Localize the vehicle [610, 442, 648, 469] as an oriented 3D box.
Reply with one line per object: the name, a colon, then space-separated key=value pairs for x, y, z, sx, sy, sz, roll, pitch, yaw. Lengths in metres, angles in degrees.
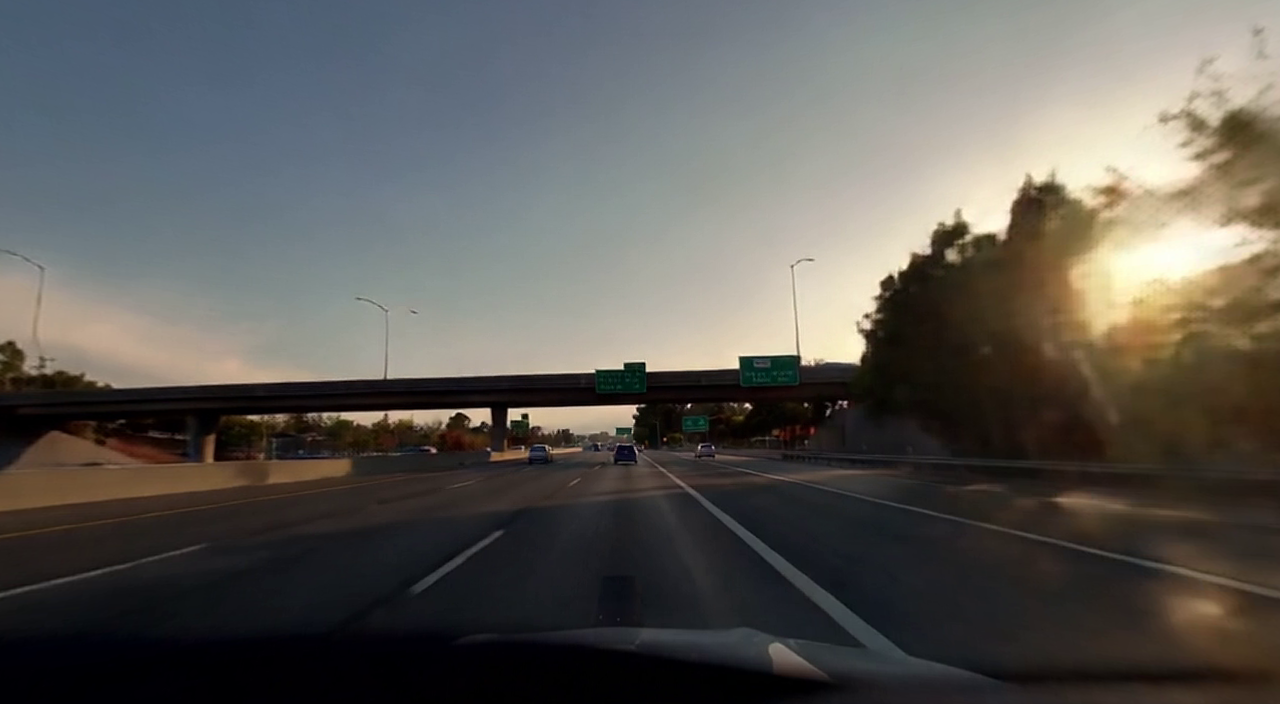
vehicle: x=-0.633 y=5.841 z=35.843 sx=2.012 sy=1.471 sz=4.059 roll=0 pitch=-8 yaw=-1
